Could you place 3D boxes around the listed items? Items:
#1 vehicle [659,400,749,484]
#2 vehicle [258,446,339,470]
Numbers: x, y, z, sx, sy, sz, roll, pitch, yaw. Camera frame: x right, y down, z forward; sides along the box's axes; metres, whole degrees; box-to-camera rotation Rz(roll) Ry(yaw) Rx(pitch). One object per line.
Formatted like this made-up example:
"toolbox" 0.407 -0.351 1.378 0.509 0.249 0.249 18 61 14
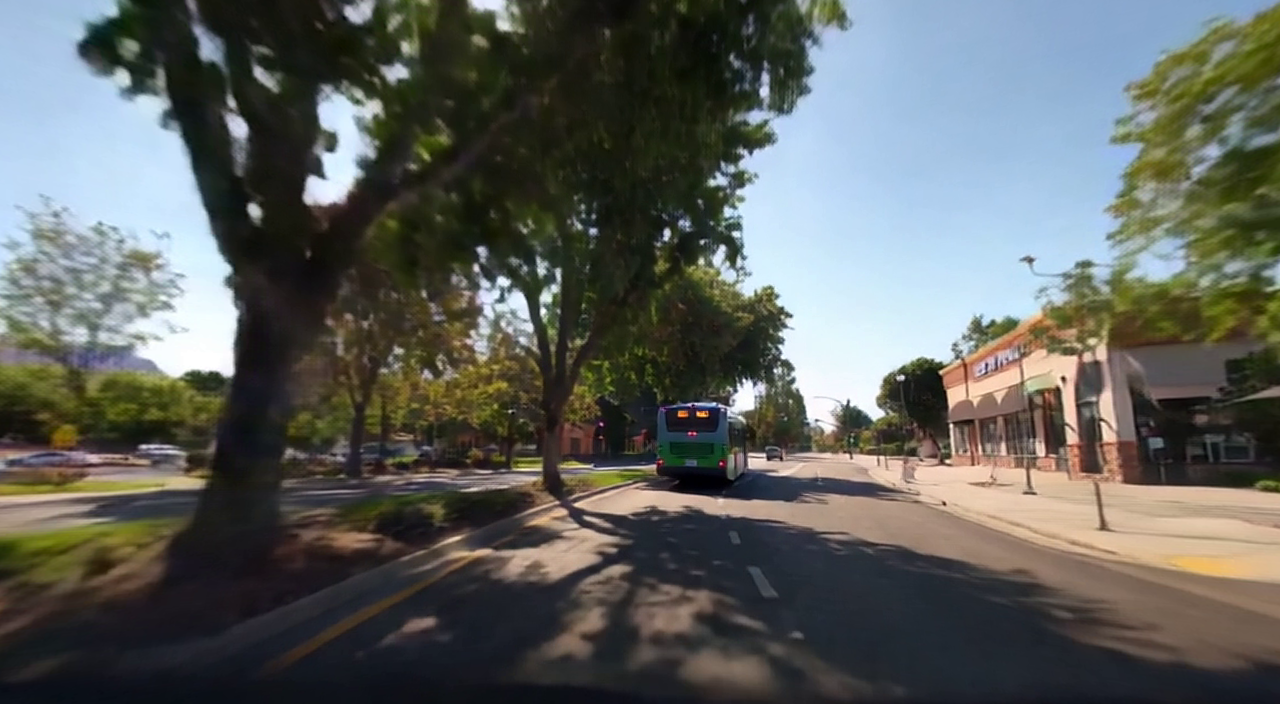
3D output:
"vehicle" 3.585 4.619 31.634 3.031 3.429 11.005 -1 -10 14
"vehicle" -23.229 7.184 42.959 1.798 1.484 4.546 -5 -9 29
